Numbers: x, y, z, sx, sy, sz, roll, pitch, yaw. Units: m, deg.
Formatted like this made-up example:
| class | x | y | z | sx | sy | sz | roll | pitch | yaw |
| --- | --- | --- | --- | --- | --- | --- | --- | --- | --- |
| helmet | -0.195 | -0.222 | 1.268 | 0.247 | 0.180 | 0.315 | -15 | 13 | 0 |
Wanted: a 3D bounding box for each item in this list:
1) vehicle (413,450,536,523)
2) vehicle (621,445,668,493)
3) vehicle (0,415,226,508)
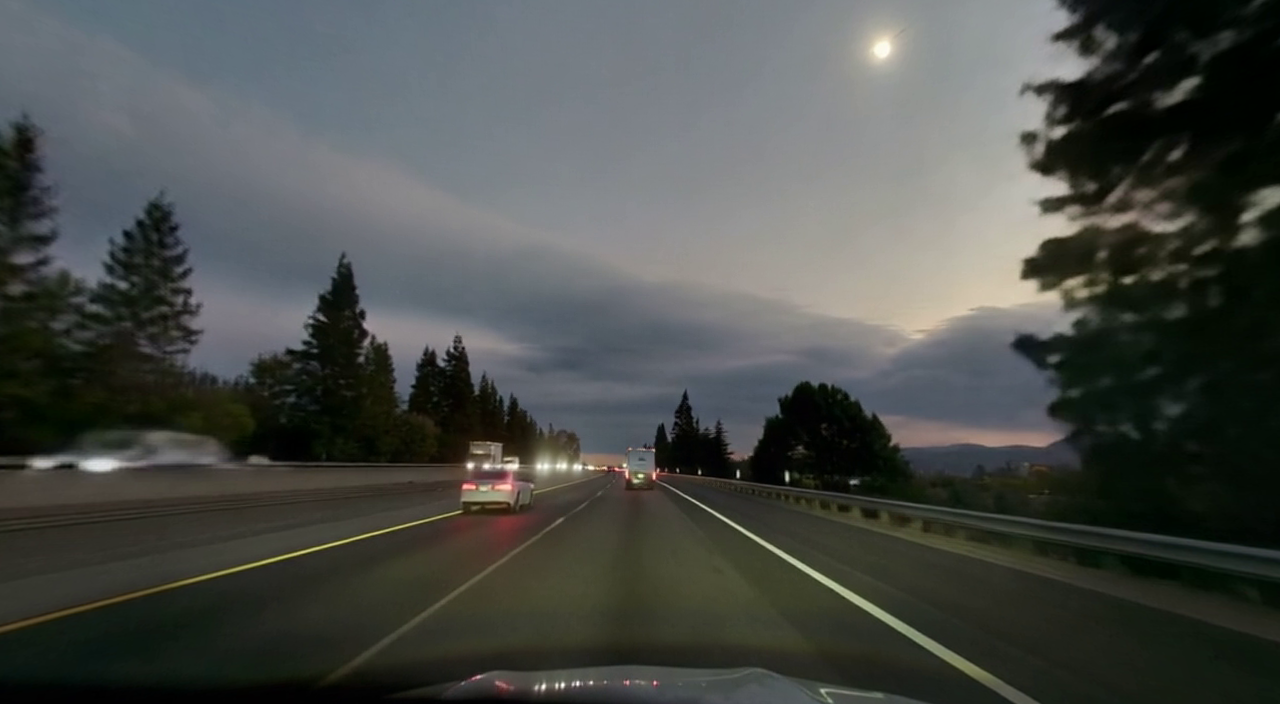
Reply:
| class | x | y | z | sx | sy | sz | roll | pitch | yaw |
| --- | --- | --- | --- | --- | --- | --- | --- | --- | --- |
| vehicle | -4.133 | 3.462 | 16.500 | 2.100 | 1.605 | 3.883 | 1 | -11 | 0 |
| vehicle | 0.176 | 6.841 | 36.800 | 2.482 | 2.549 | 5.447 | 1 | -11 | -2 |
| vehicle | -12.190 | 2.518 | 14.421 | 2.034 | 1.743 | 4.889 | 1 | -11 | 0 |
